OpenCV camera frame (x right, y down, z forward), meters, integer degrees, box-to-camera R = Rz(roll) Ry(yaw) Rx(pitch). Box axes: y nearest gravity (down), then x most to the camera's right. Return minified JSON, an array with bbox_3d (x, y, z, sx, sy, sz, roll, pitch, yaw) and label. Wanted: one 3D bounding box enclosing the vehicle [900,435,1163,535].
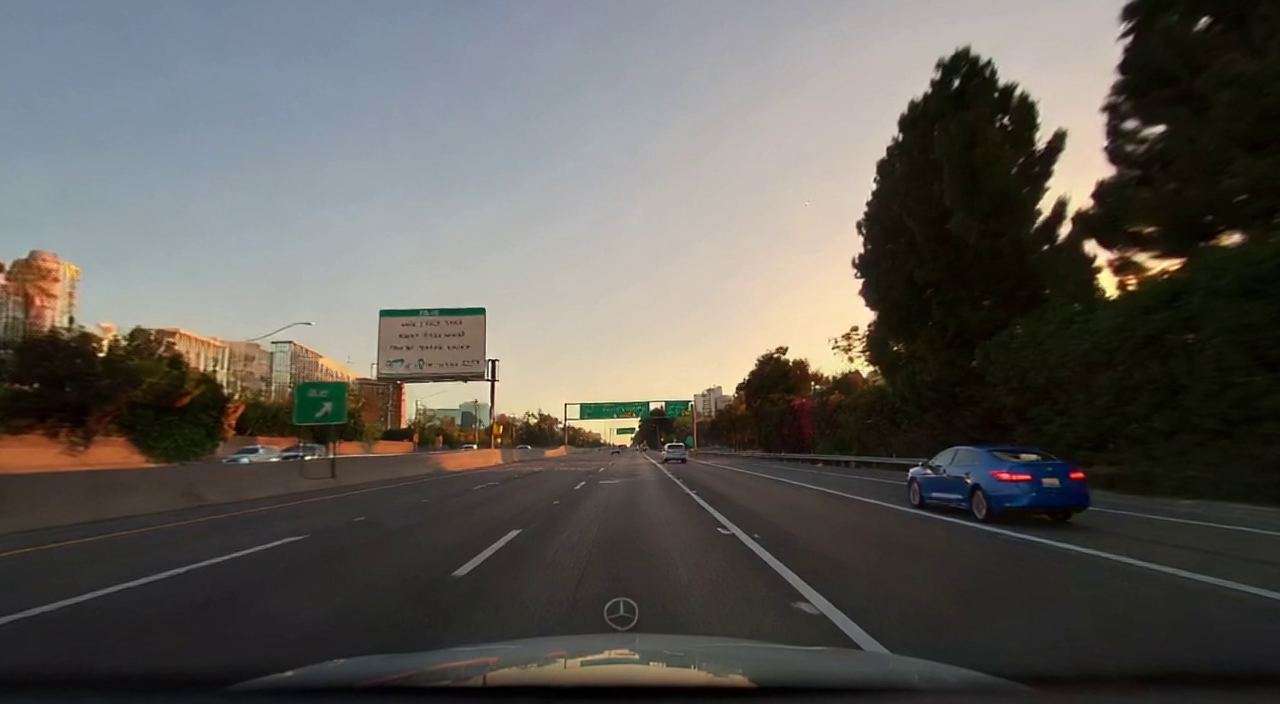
[{"bbox_3d":[6.896,2.328,11.884,1.958,1.498,4.447,1,-8,-3],"label":"vehicle"}]
